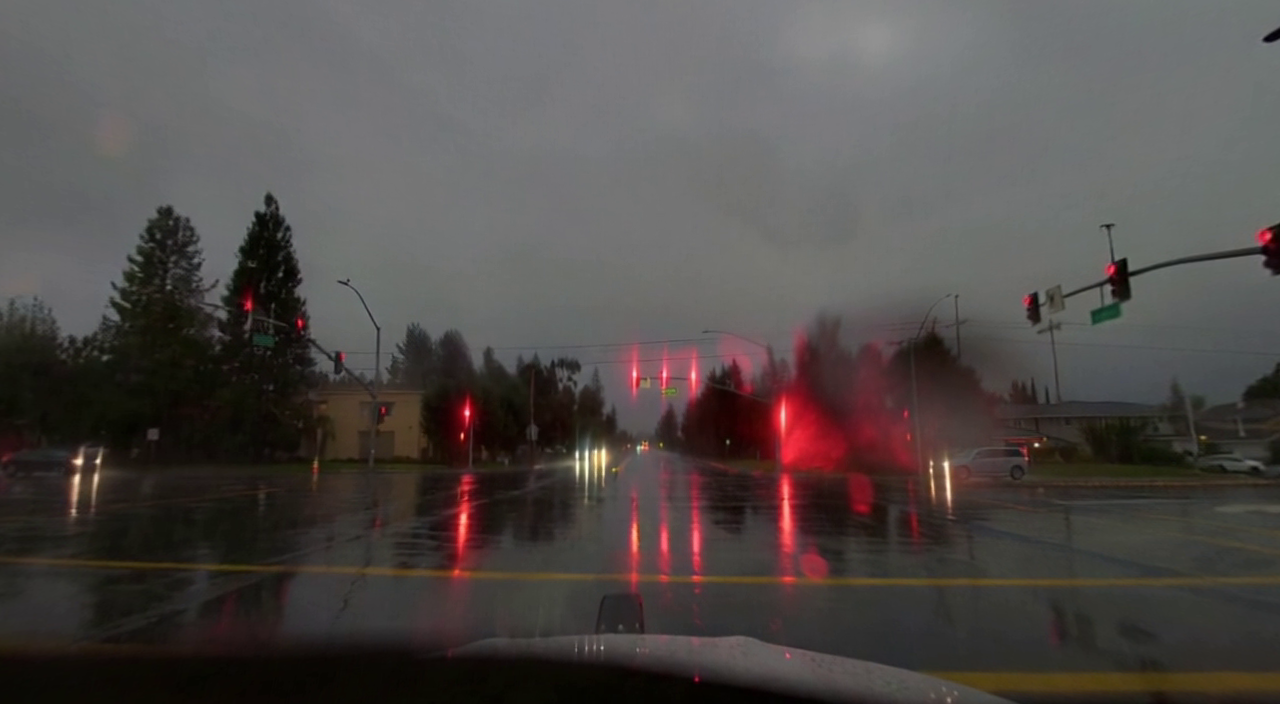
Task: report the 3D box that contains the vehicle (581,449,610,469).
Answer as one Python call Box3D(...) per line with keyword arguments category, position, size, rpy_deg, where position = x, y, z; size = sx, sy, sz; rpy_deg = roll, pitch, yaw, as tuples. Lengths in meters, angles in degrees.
Box3D(category="vehicle", position=(-3.449, 8.360, 49.188), size=(1.908, 1.441, 4.142), rpy_deg=(0, -8, 1))

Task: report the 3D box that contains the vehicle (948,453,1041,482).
Box3D(category="vehicle", position=(21.098, 6.873, 37.588), size=(4.447, 1.623, 1.801), rpy_deg=(0, -9, -3))

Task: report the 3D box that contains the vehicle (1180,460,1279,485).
Box3D(category="vehicle", position=(36.224, 7.315, 38.295), size=(4.976, 1.428, 1.929), rpy_deg=(0, -8, -2))

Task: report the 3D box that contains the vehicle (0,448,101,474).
Box3D(category="vehicle", position=(-35.134, 6.421, 37.191), size=(4.741, 1.447, 1.807), rpy_deg=(0, -9, -1))
